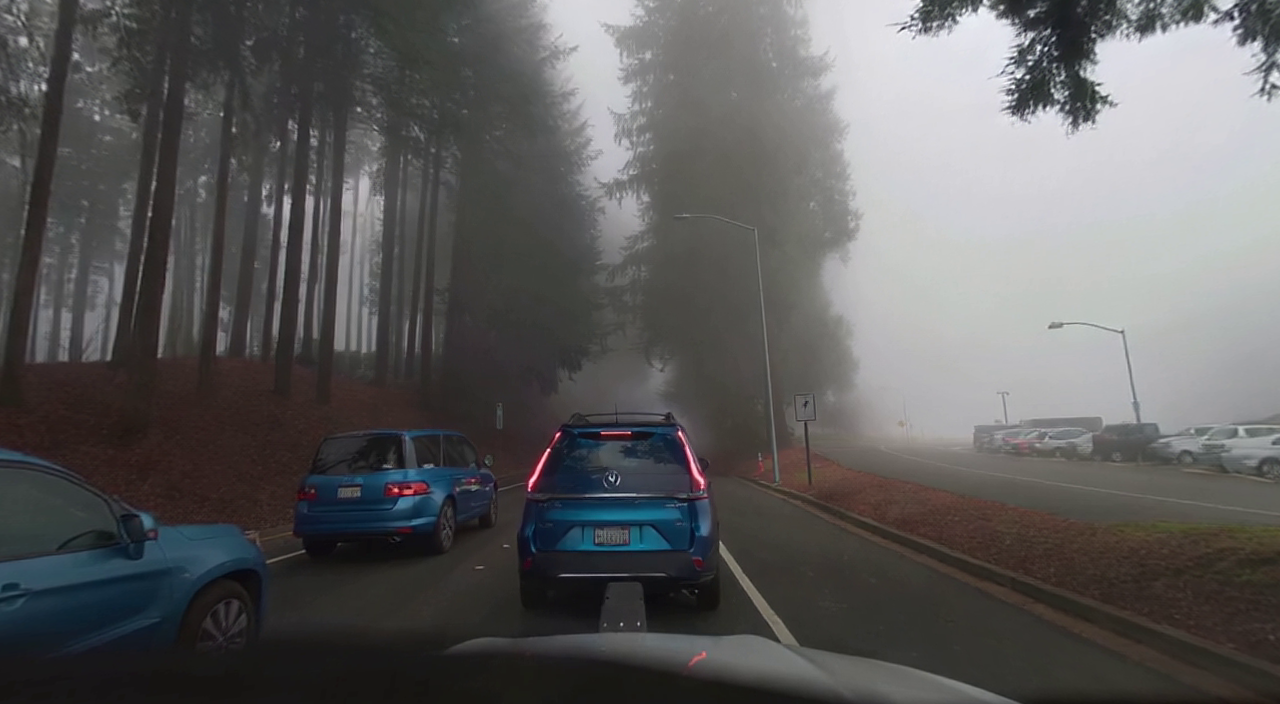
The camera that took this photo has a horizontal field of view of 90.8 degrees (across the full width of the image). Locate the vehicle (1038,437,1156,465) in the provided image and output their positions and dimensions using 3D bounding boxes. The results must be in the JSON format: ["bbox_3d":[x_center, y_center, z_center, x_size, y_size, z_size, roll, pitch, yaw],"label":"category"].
[{"bbox_3d":[28.463,6.171,39.453,5.955,1.702,2.166,1,-8,-6],"label":"vehicle"}]

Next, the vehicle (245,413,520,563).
[{"bbox_3d":[-3.491,1.943,9.821,2.188,1.745,4.618,0,-8,2],"label":"vehicle"}]

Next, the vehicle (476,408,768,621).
[{"bbox_3d":[-0.032,1.520,6.830,2.229,1.591,3.897,-1,-8,3],"label":"vehicle"}]

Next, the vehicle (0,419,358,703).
[{"bbox_3d":[-3.656,1.164,3.625,1.922,1.464,4.424,0,-8,2],"label":"vehicle"}]
